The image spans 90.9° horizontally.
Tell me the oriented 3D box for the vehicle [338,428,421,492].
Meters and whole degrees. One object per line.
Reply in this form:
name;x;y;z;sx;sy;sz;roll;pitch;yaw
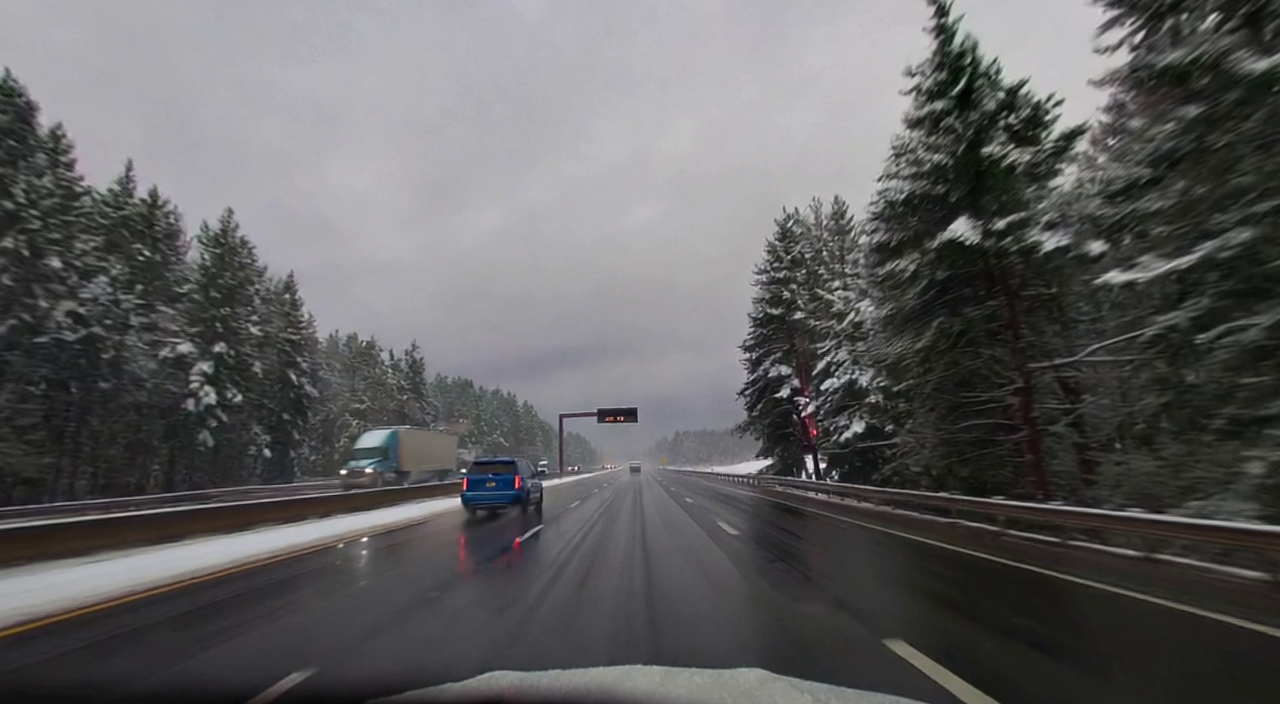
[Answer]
vehicle;-17.574;7.396;42.977;2.973;3.982;5.879;1;-10;-1

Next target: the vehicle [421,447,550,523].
vehicle;-3.605;3.242;15.664;2.081;1.586;4.245;1;-10;0
